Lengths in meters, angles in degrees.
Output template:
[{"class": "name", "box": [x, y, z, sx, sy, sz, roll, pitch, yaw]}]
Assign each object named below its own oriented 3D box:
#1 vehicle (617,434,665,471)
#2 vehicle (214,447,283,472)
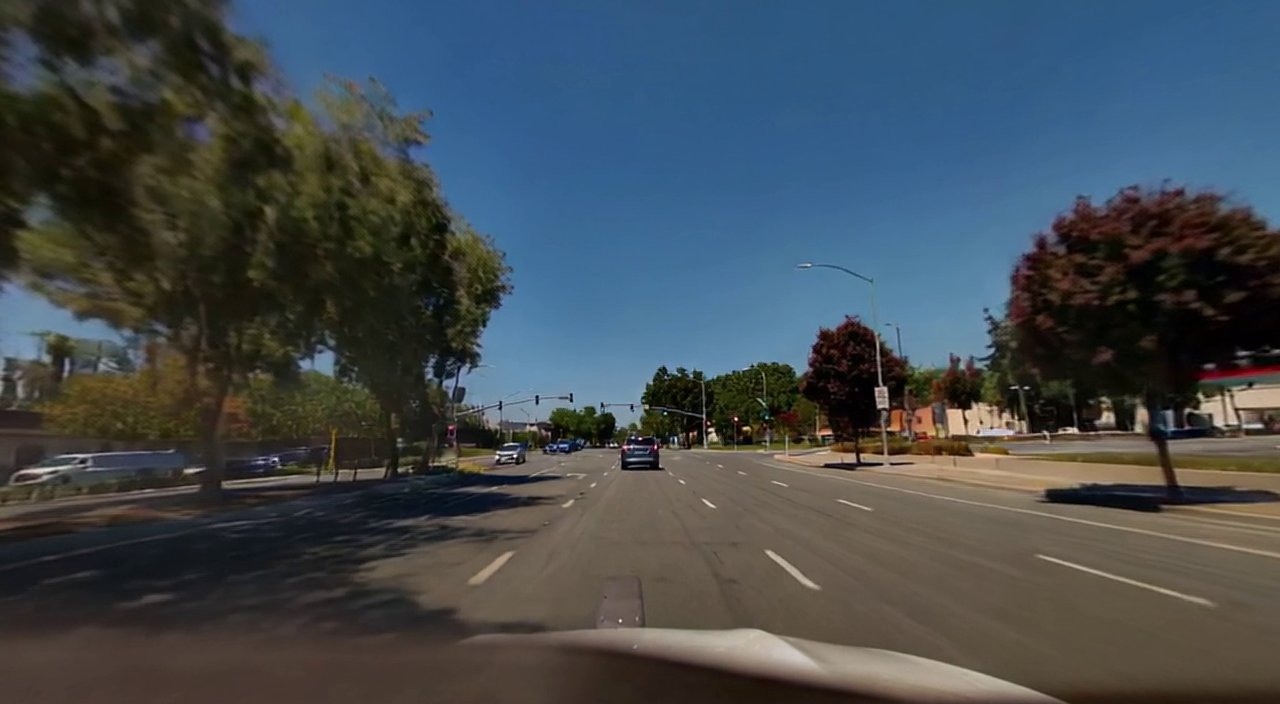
[{"class": "vehicle", "box": [0.023, 5.015, 31.505, 2.213, 1.715, 4.242, 0, -8, -1]}, {"class": "vehicle", "box": [-28.353, 7.750, 45.539, 4.662, 1.677, 2.026, -4, -9, 27]}]
